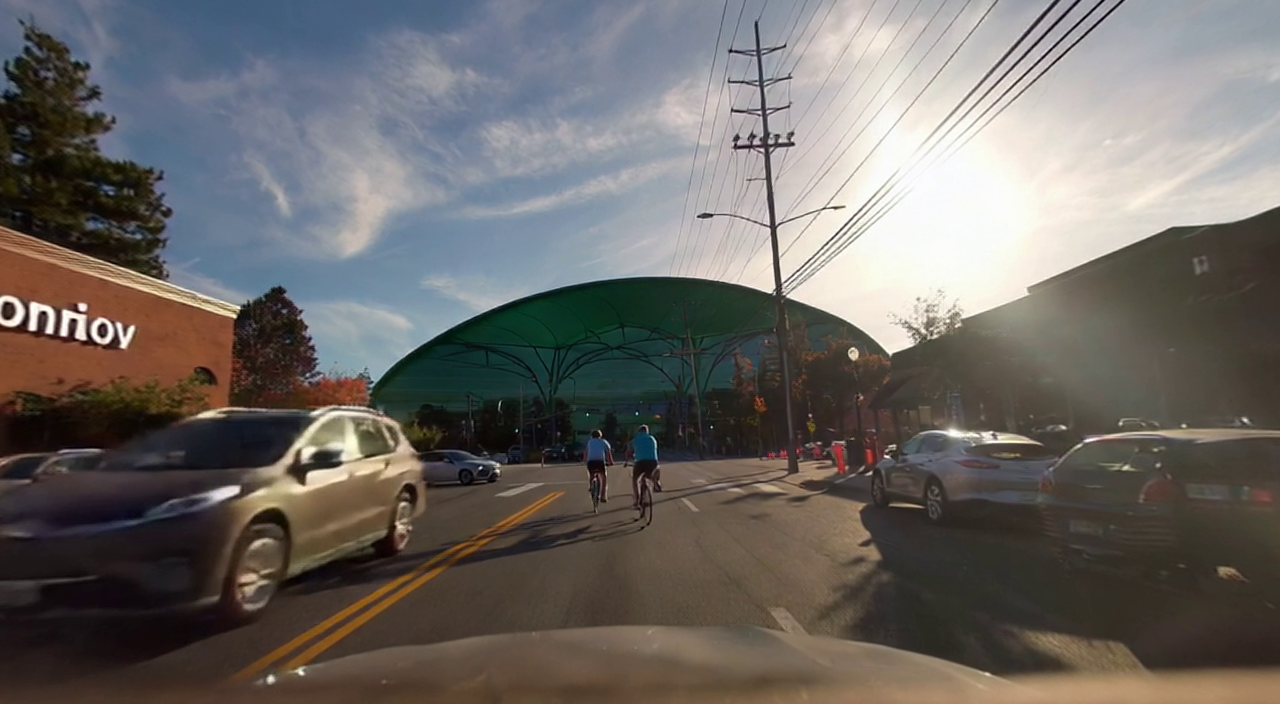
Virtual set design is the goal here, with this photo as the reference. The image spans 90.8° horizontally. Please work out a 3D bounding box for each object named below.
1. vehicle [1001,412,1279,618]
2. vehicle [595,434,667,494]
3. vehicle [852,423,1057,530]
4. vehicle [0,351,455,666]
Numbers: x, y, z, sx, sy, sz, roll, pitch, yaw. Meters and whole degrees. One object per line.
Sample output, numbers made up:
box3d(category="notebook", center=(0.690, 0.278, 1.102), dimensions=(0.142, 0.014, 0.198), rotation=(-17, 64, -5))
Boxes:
box3d(category="vehicle", center=(5.877, 1.500, 6.526), dimensions=(1.900, 1.566, 3.995), rotation=(0, -8, 0))
box3d(category="vehicle", center=(-0.282, 3.716, 21.327), dimensions=(2.190, 1.783, 4.048), rotation=(0, -8, 0))
box3d(category="vehicle", center=(5.805, 2.322, 12.318), dimensions=(1.873, 1.714, 3.979), rotation=(0, -8, -1))
box3d(category="vehicle", center=(-3.733, 1.319, 6.447), dimensions=(2.184, 1.954, 4.898), rotation=(0, -8, 0))
